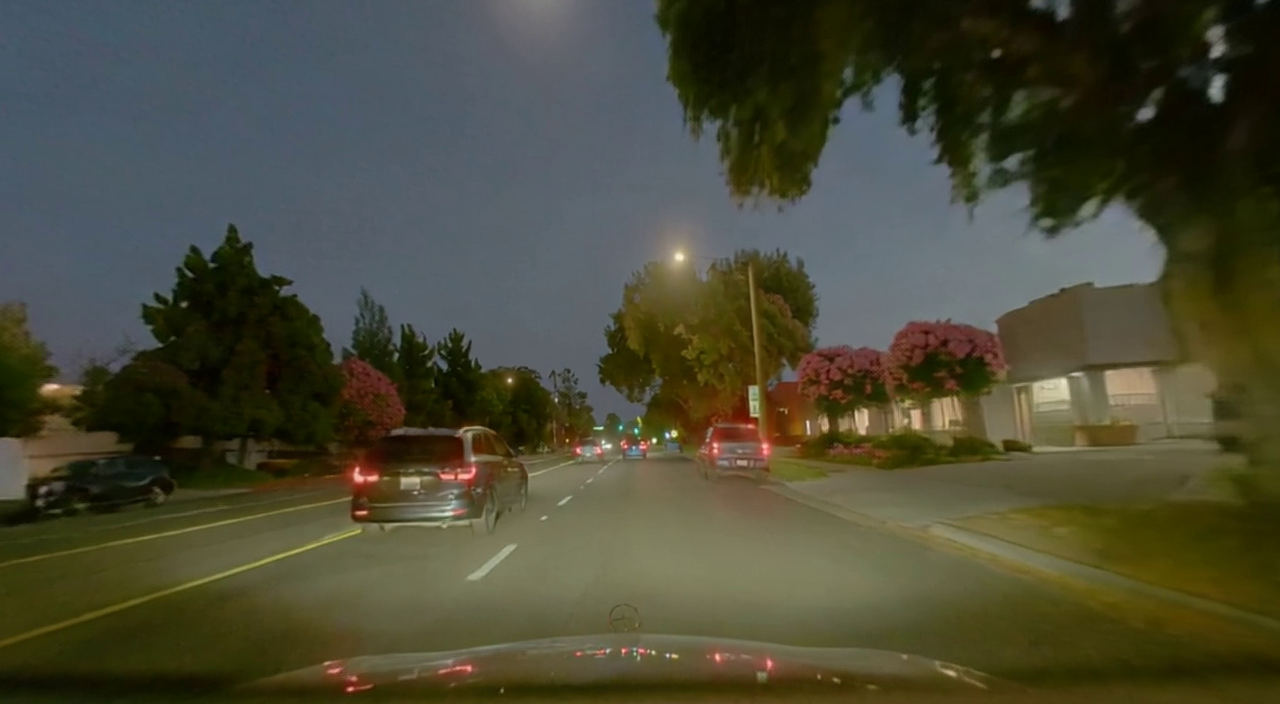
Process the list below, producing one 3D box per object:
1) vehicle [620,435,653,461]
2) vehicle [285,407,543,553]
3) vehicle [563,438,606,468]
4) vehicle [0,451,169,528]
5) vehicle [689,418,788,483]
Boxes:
[{"bbox_3d":[-0.274,7.125,46.761,2.376,1.801,4.317,0,-8,0],"label":"vehicle"},{"bbox_3d":[-3.145,1.924,10.265,2.257,1.751,5.028,0,-8,1],"label":"vehicle"},{"bbox_3d":[-3.224,5.908,37.227,2.167,1.634,4.220,0,-8,0],"label":"vehicle"},{"bbox_3d":[-16.265,3.874,18.297,1.955,1.698,4.443,-4,-7,-1],"label":"vehicle"},{"bbox_3d":[3.329,3.497,22.645,2.653,2.058,5.096,0,-8,-1],"label":"vehicle"}]
